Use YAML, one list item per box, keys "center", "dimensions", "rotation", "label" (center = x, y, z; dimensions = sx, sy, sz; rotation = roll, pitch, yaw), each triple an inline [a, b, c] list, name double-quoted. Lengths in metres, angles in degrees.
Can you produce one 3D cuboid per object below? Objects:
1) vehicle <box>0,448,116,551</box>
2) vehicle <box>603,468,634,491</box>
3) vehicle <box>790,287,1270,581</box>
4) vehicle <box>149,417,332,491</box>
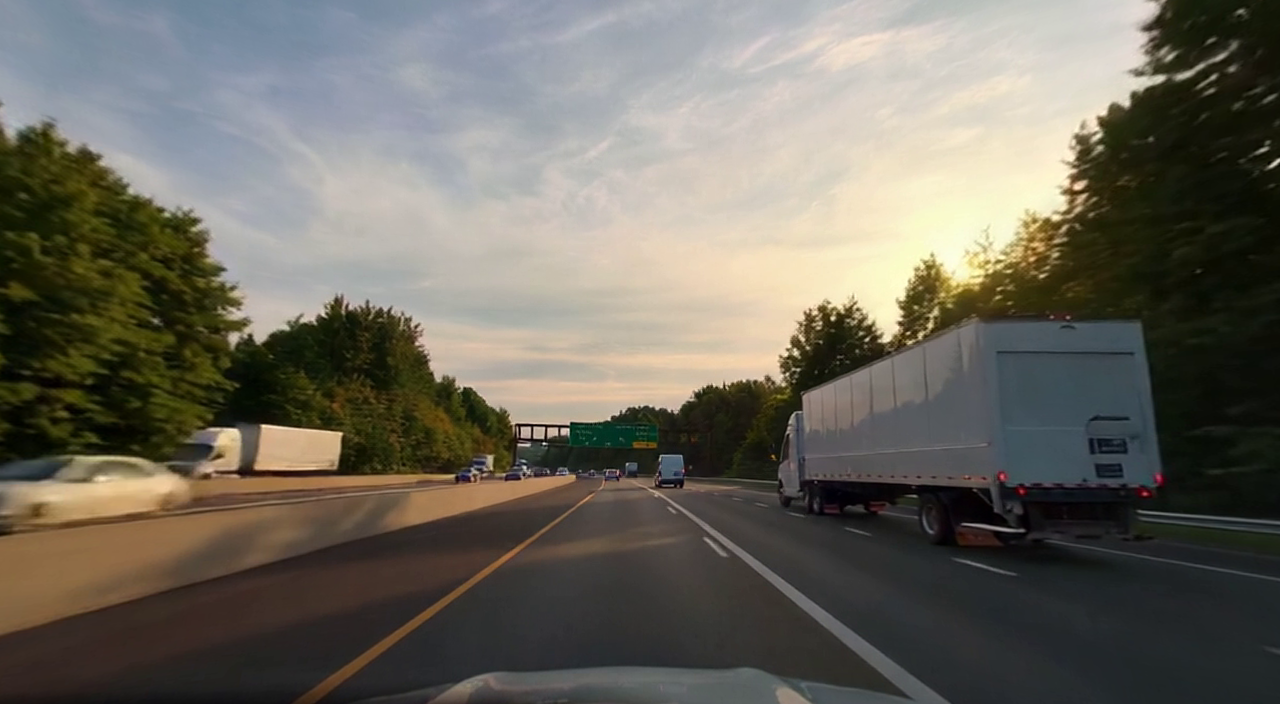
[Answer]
- center: [-10.572, 2.101, 8.913]
  dimensions: [2.184, 1.496, 4.687]
  rotation: [1, -10, 0]
  label: "vehicle"
- center: [-1.569, 9.129, 45.116]
  dimensions: [2.106, 1.524, 4.381]
  rotation: [1, -10, -2]
  label: "vehicle"
- center: [7.078, 2.374, 15.966]
  dimensions: [2.866, 4.102, 14.351]
  rotation: [1, -10, -1]
  label: "vehicle"
- center: [-22.729, 6.172, 37.213]
  dimensions: [2.830, 3.591, 12.563]
  rotation: [1, -10, -1]
  label: "vehicle"
